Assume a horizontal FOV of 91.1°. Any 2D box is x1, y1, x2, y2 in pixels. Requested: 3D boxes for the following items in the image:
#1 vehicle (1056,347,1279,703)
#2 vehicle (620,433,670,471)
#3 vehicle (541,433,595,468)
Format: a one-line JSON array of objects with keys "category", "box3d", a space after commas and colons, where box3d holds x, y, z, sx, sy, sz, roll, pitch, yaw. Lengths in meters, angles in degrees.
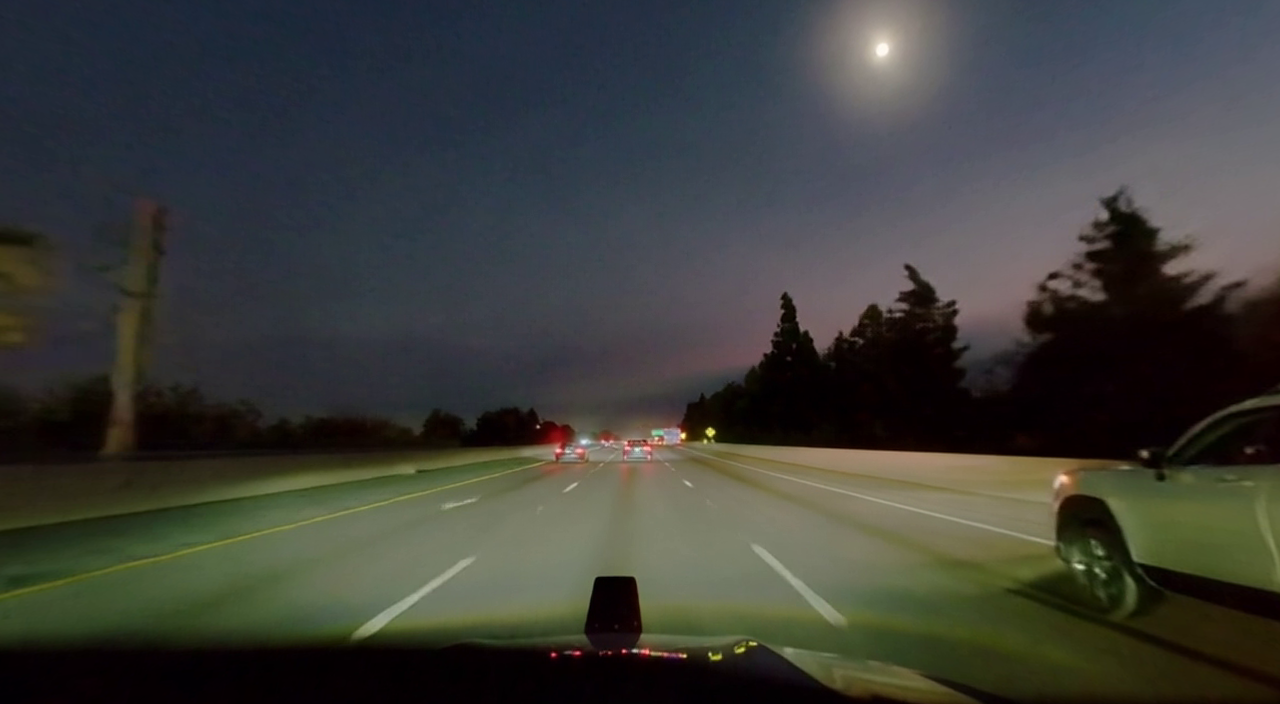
[{"category": "vehicle", "box3d": [4.091, 0.746, 2.378, 2.025, 1.707, 4.279, 0, -8, -1]}, {"category": "vehicle", "box3d": [0.221, 4.349, 27.477, 2.049, 1.542, 3.816, 0, -8, 1]}, {"category": "vehicle", "box3d": [-3.526, 4.899, 31.454, 2.066, 1.561, 4.495, 0, -8, 1]}]
